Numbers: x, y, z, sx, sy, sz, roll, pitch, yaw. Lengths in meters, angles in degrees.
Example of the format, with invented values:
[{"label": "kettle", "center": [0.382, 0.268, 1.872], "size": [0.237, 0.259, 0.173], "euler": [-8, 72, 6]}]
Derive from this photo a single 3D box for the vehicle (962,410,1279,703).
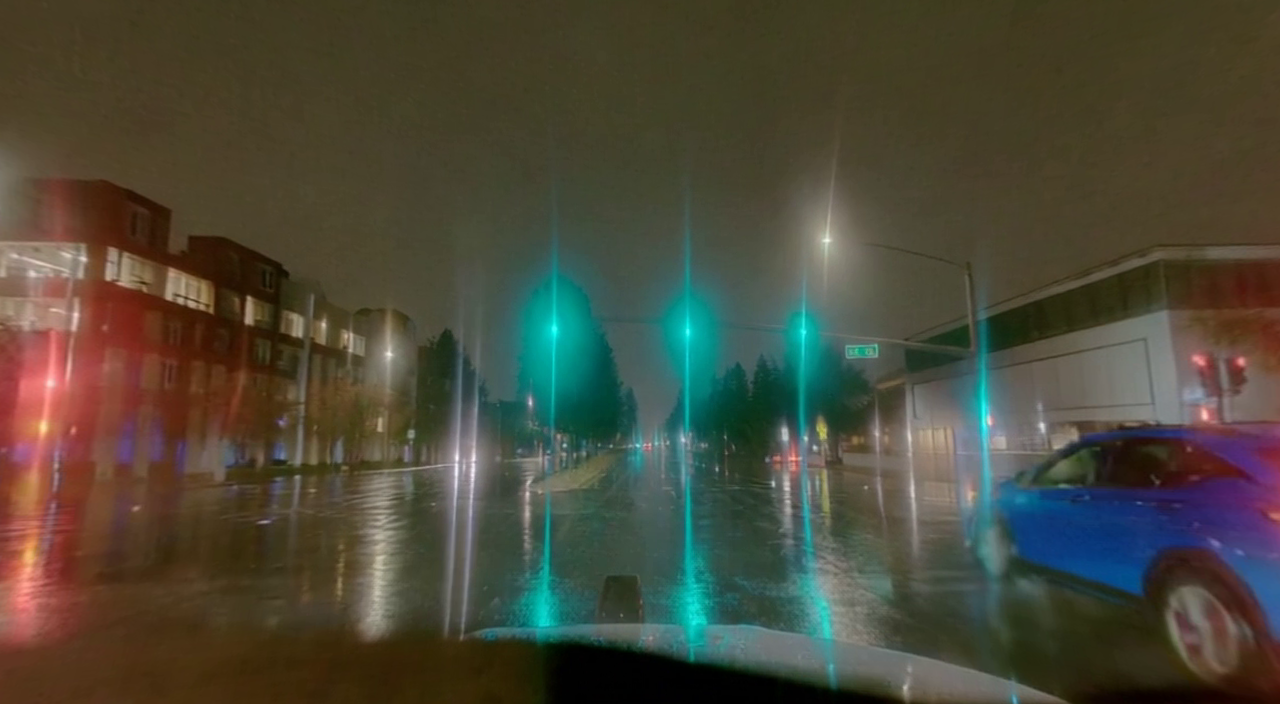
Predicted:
[{"label": "vehicle", "center": [3.049, 0.861, 1.618], "size": [2.015, 1.455, 4.615], "euler": [0, -9, 0]}]
